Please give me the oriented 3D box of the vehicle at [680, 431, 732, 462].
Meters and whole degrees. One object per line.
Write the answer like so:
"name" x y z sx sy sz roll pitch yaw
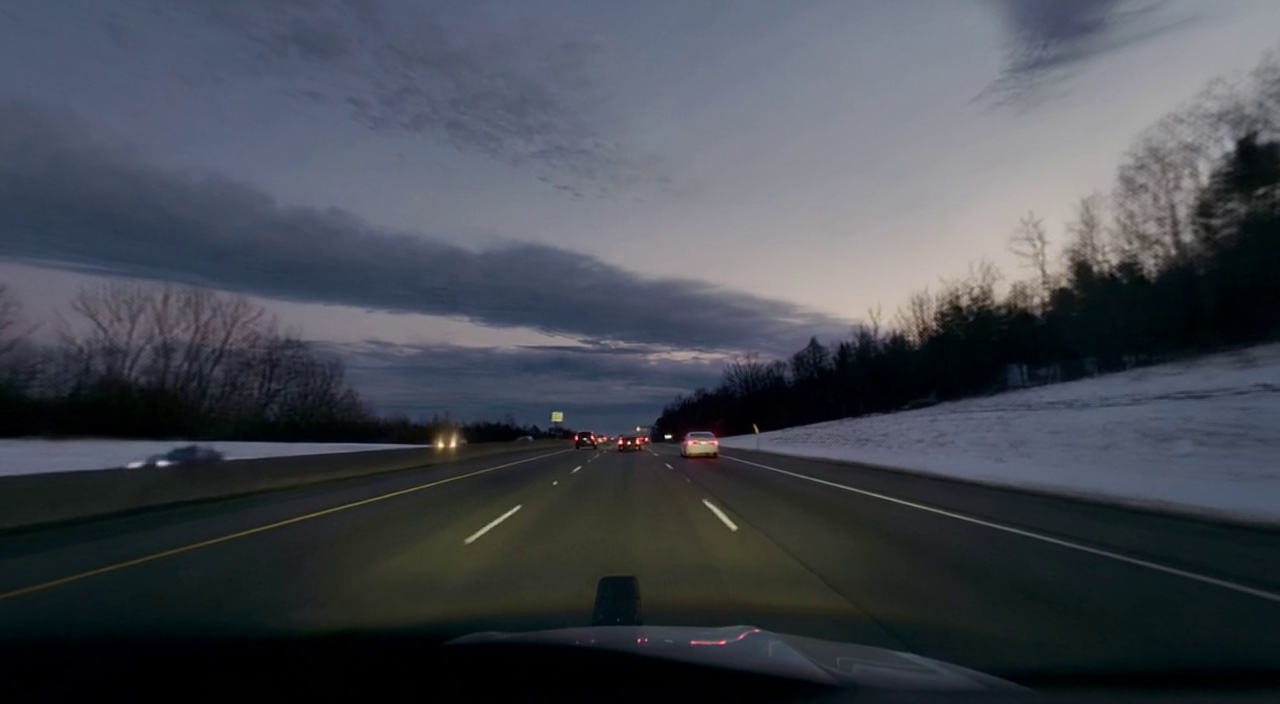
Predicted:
"vehicle" 3.354 4.879 32.795 2.056 1.479 4.660 0 -8 -2

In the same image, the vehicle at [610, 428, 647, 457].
"vehicle" -0.706 5.555 38.730 2.182 1.680 4.253 0 -8 -1

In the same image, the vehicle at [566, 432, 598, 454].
"vehicle" -4.099 6.497 45.034 2.041 1.546 4.080 0 -8 -1
